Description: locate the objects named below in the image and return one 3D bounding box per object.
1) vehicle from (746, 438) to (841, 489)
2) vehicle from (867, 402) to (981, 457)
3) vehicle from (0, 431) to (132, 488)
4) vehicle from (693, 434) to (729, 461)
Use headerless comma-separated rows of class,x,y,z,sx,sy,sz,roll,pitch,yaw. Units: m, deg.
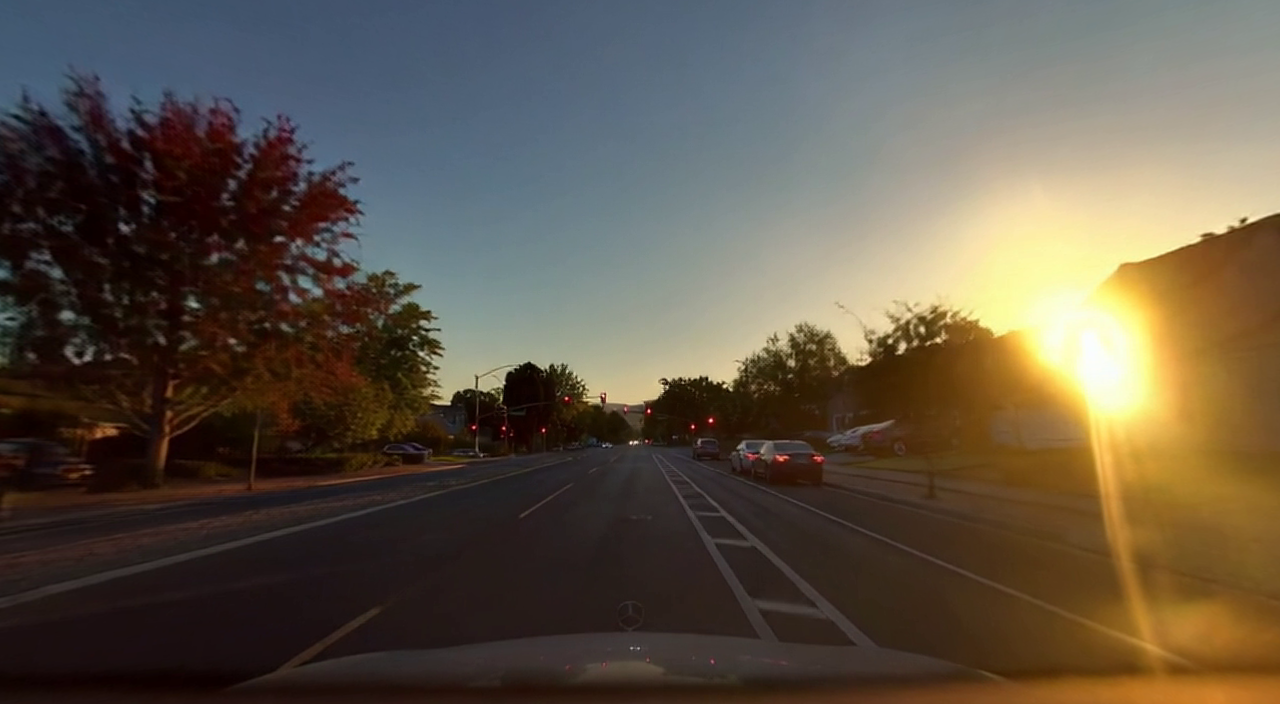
vehicle,4.732,3.492,20.136,1.881,1.435,4.525,0,-8,0
vehicle,13.515,3.743,30.199,4.284,1.725,1.981,-12,-9,-1
vehicle,-21.015,3.664,21.757,4.759,1.824,2.442,0,-8,0
vehicle,5.131,7.004,46.148,2.170,1.869,4.594,0,-8,2
